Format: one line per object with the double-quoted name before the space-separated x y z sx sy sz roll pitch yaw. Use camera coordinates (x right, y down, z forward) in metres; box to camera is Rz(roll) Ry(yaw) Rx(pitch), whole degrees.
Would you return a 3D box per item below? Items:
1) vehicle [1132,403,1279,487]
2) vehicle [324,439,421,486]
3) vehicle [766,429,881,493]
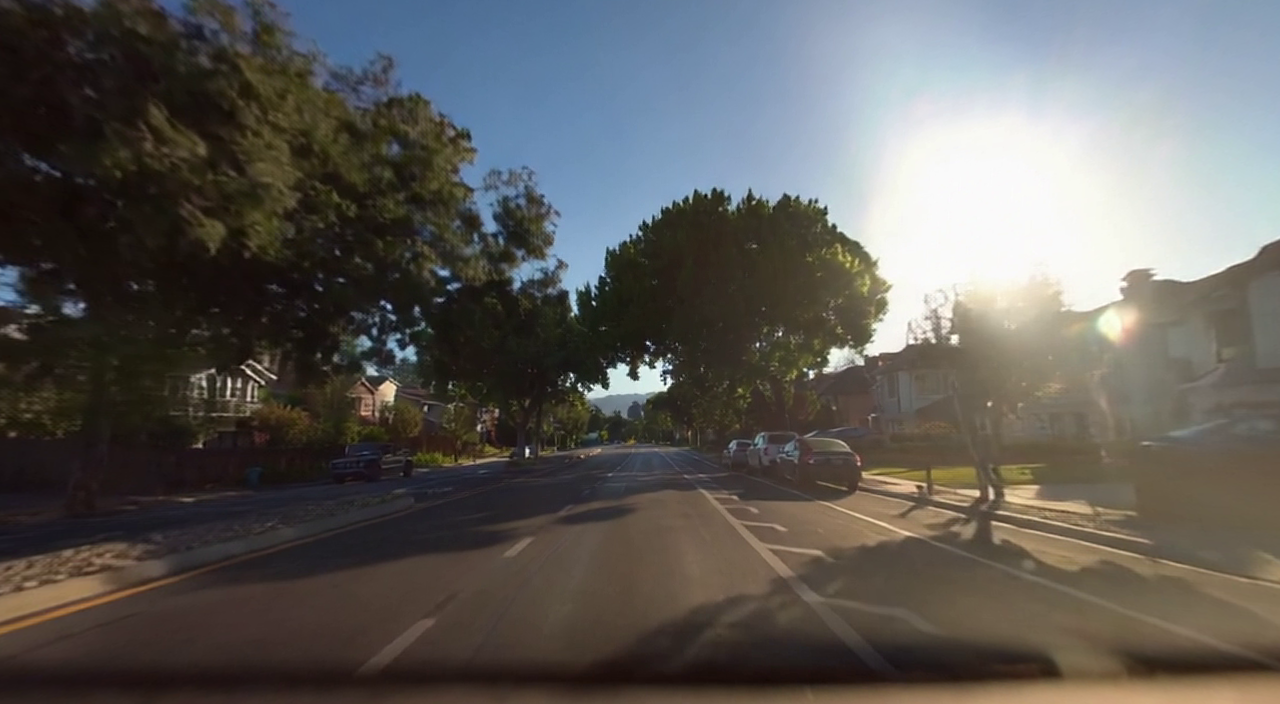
"vehicle" 14.118 2.007 13.757 4.902 1.667 2.162 0 -8 0
"vehicle" -11.529 4.762 27.603 2.054 1.704 4.710 -3 -7 3
"vehicle" 5.161 3.129 18.576 1.885 1.603 5.235 0 -8 1
